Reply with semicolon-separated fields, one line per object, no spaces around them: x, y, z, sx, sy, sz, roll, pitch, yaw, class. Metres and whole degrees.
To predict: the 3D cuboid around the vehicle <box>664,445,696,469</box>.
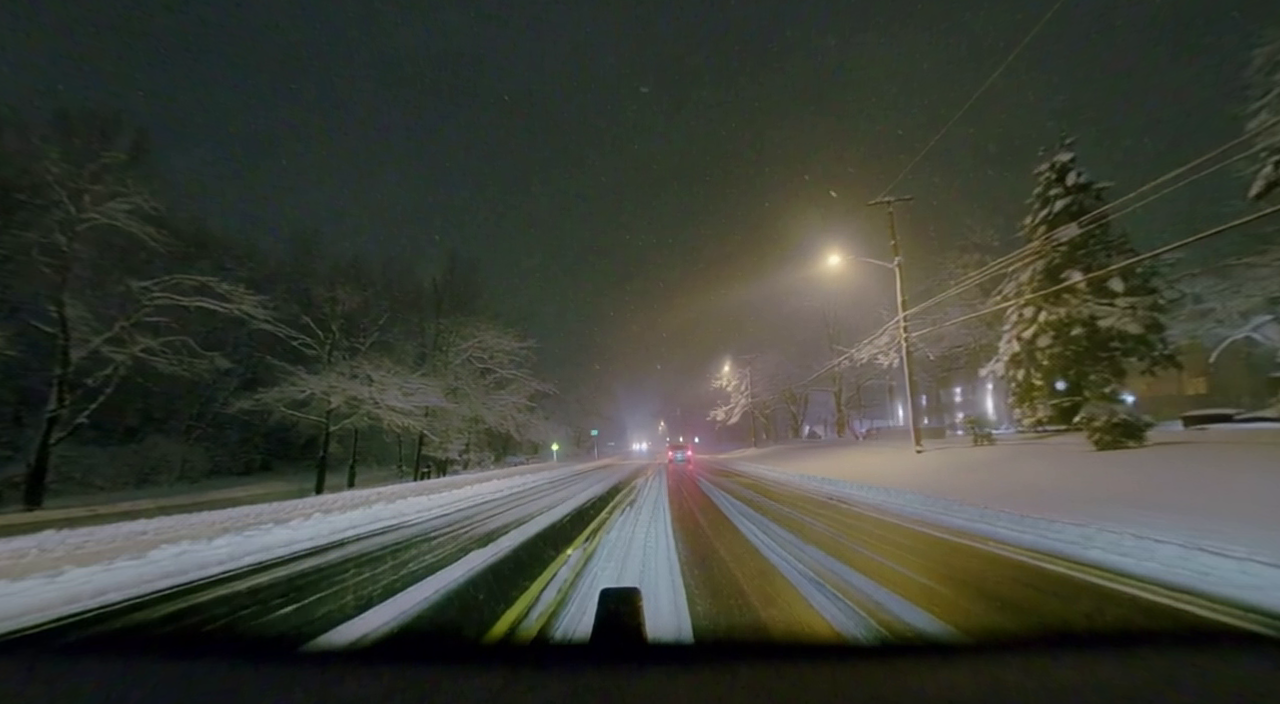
2.628;7.020;42.484;1.925;1.488;4.271;0;-8;0;vehicle
